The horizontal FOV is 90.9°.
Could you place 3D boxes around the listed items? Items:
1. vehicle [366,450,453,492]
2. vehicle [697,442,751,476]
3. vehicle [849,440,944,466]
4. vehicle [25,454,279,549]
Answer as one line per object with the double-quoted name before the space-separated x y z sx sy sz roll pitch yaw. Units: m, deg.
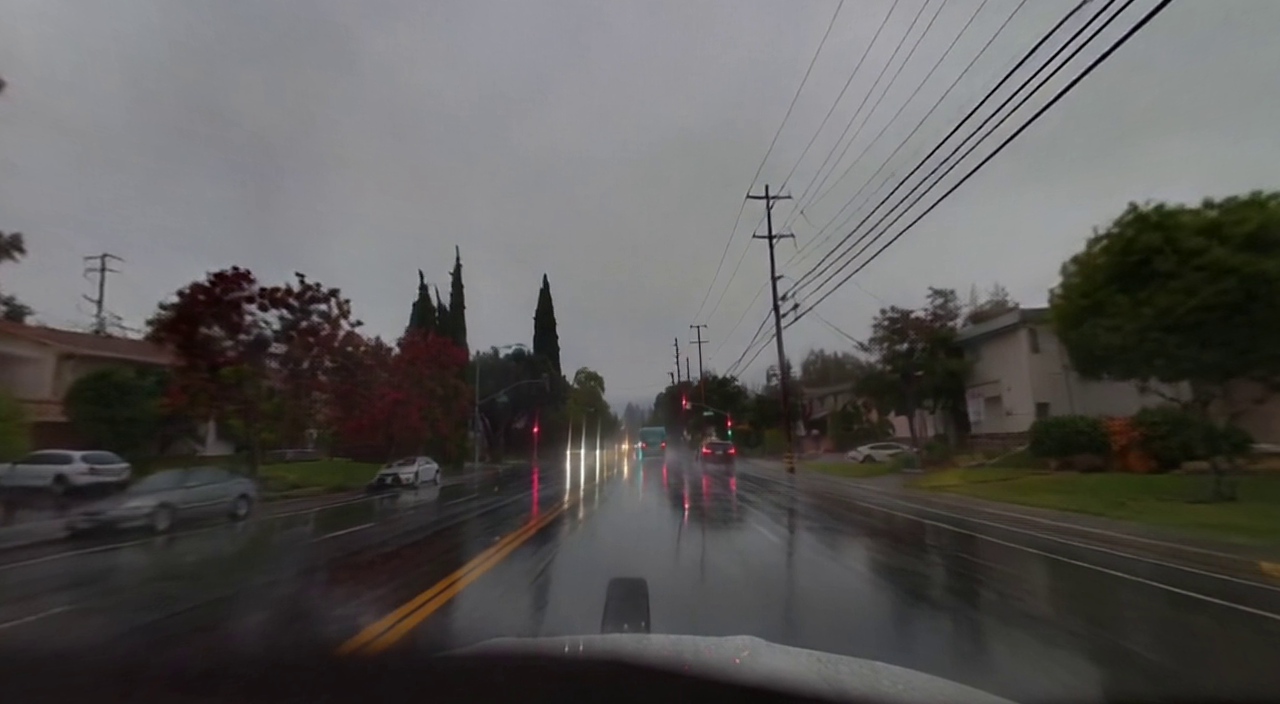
"vehicle" -9.877 5.112 27.445 2.032 1.452 4.656 -2 -7 0
"vehicle" 3.932 5.078 30.160 1.951 1.479 4.487 0 -8 0
"vehicle" 15.239 6.002 37.577 4.838 1.474 1.873 1 -8 -6
"vehicle" -10.343 3.135 13.984 1.927 1.485 4.702 -2 -7 0
